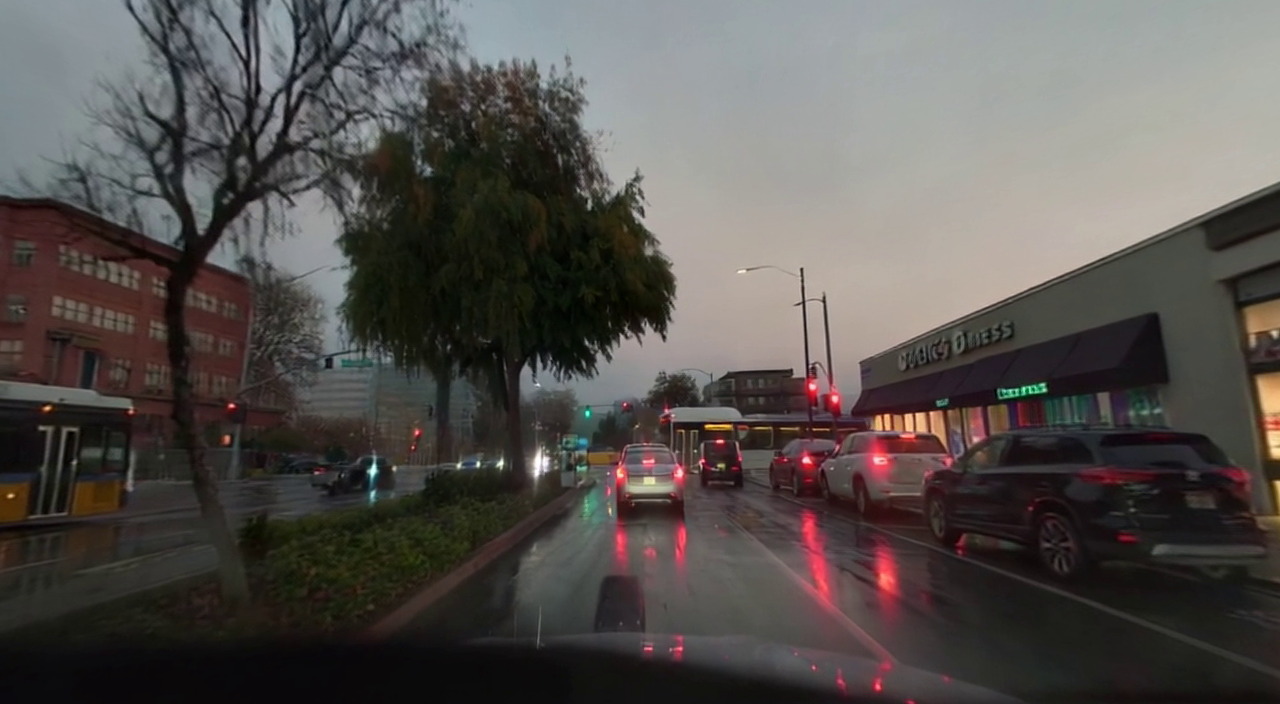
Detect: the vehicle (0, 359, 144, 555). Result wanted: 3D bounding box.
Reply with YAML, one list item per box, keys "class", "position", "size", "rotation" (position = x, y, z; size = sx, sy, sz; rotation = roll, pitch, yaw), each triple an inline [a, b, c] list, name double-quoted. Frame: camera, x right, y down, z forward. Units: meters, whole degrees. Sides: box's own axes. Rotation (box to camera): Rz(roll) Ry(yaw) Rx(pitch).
- class: "vehicle"
  position: [-12.889, 1.294, 7.723]
  size: [3.356, 3.365, 12.460]
  rotation: [-2, -10, 1]

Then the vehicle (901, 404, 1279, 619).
- class: "vehicle"
  position: [4.960, 1.594, 7.213]
  size: [2.014, 1.681, 4.332]
  rotation: [0, -9, -1]

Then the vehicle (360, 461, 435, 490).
- class: "vehicle"
  position: [-15.970, 8.147, 41.539]
  size: [4.242, 1.537, 1.810]
  rotation: [-7, -13, 10]

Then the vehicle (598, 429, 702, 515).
- class: "vehicle"
  position: [0.175, 2.784, 15.084]
  size: [2.089, 1.699, 4.650]
  rotation: [1, -9, -1]

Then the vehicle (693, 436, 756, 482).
- class: "vehicle"
  position: [3.315, 4.295, 25.451]
  size: [2.222, 1.688, 3.952]
  rotation: [0, -9, 3]

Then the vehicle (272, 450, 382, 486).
- class: "vehicle"
  position: [-16.844, 6.193, 33.950]
  size: [5.016, 1.792, 2.250]
  rotation: [-2, -9, 18]
